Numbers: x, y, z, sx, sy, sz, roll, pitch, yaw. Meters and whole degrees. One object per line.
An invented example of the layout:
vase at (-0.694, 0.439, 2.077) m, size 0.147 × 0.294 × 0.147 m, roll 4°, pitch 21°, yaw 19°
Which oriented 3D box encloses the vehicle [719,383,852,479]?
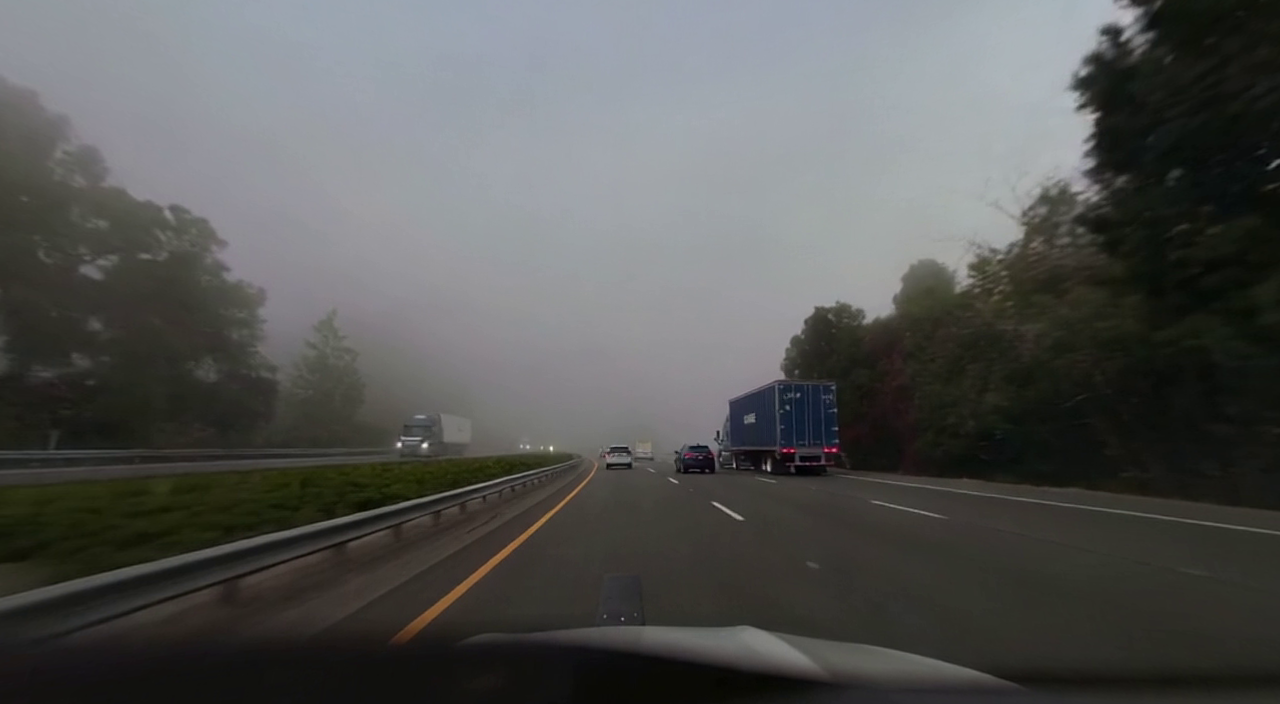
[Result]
vehicle at (6.986, 4.414, 33.631) m, size 2.965 × 3.990 × 14.227 m, roll 1°, pitch -9°, yaw -3°

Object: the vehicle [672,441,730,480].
vehicle at (2.645, 4.816, 28.127) m, size 2.013 × 1.623 × 3.916 m, roll 1°, pitch -9°, yaw -3°

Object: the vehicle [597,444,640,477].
vehicle at (-1.092, 5.454, 31.764) m, size 2.050 × 1.534 × 3.771 m, roll 1°, pitch -9°, yaw -2°
